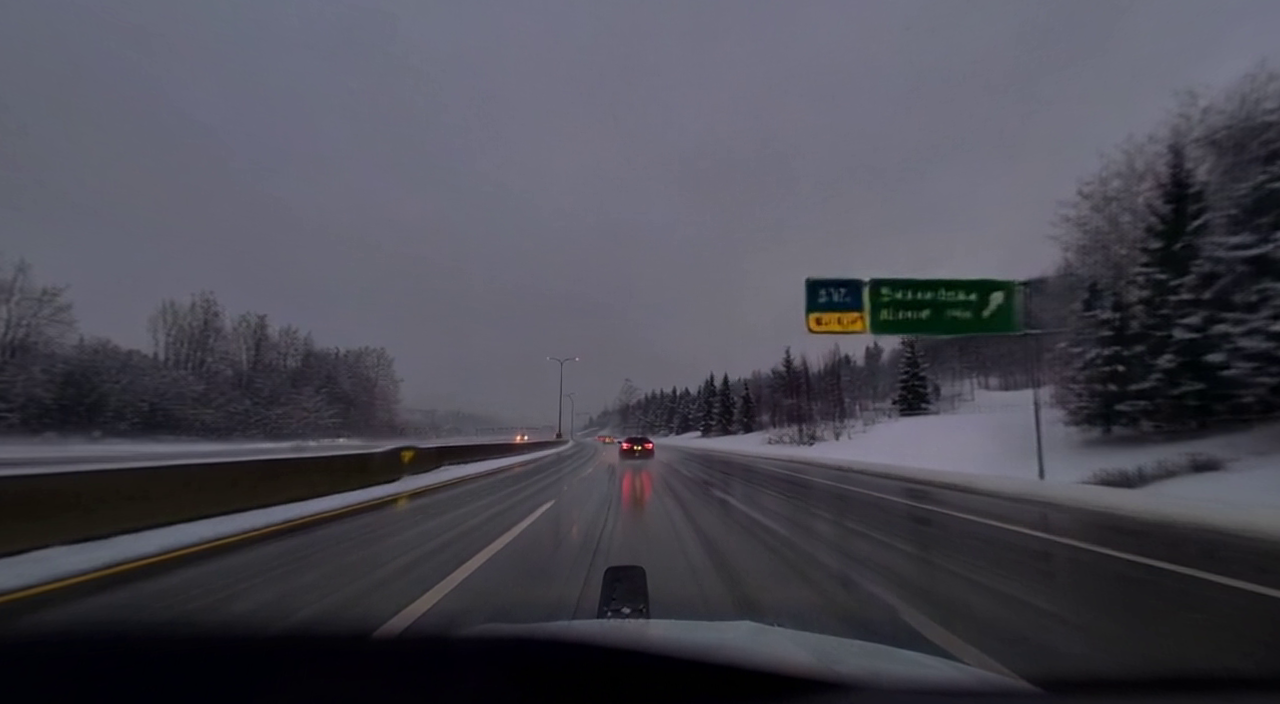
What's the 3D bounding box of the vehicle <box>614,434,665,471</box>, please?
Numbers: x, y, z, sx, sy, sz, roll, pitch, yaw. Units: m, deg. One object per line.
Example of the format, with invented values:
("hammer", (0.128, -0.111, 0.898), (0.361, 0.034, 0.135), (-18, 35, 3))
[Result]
("vehicle", (-0.043, 4.534, 28.555), (2.130, 1.512, 4.057), (0, -8, 0))
